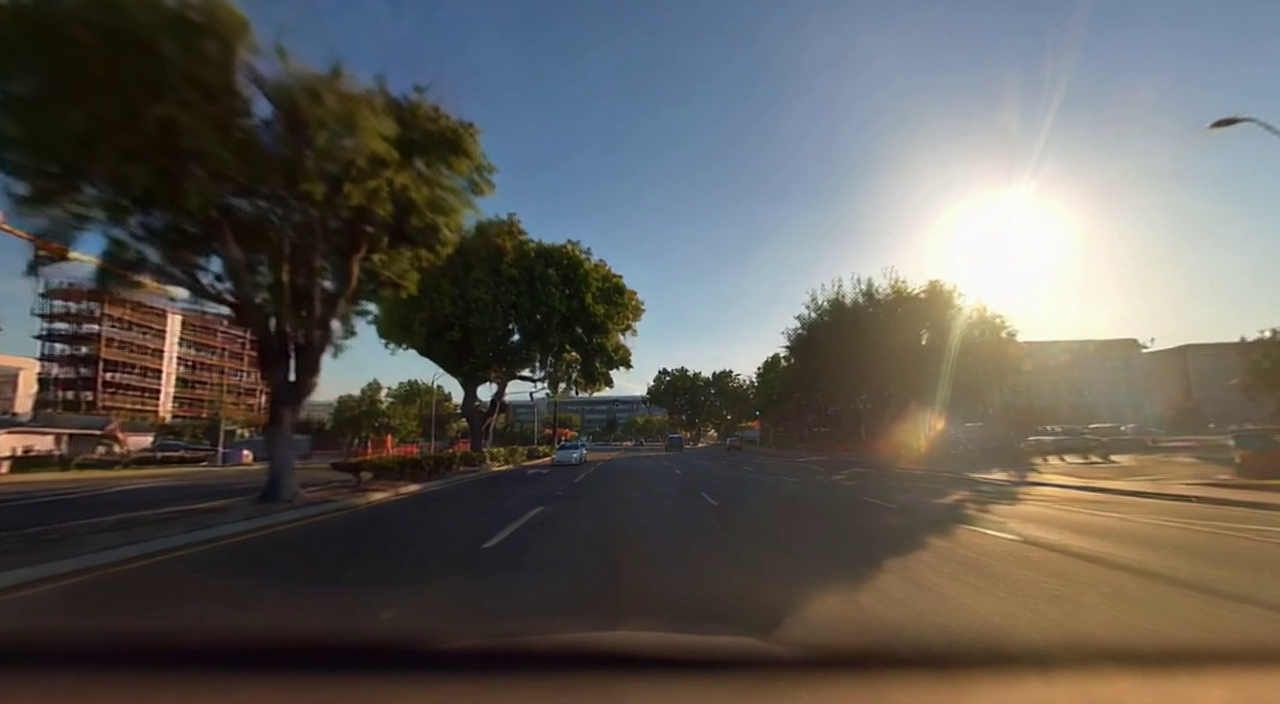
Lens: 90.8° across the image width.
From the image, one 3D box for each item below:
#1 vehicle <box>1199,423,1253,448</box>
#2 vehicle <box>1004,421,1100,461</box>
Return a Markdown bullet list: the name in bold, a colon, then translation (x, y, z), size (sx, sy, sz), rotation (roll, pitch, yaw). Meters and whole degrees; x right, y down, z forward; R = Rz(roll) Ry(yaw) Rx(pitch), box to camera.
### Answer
- **vehicle**: translation (41.194, 5.893, 44.494), size (2.265, 1.646, 4.432), rotation (-6, -10, 37)
- **vehicle**: translation (20.508, 4.406, 31.771), size (2.222, 1.742, 5.231), rotation (0, -7, 12)
